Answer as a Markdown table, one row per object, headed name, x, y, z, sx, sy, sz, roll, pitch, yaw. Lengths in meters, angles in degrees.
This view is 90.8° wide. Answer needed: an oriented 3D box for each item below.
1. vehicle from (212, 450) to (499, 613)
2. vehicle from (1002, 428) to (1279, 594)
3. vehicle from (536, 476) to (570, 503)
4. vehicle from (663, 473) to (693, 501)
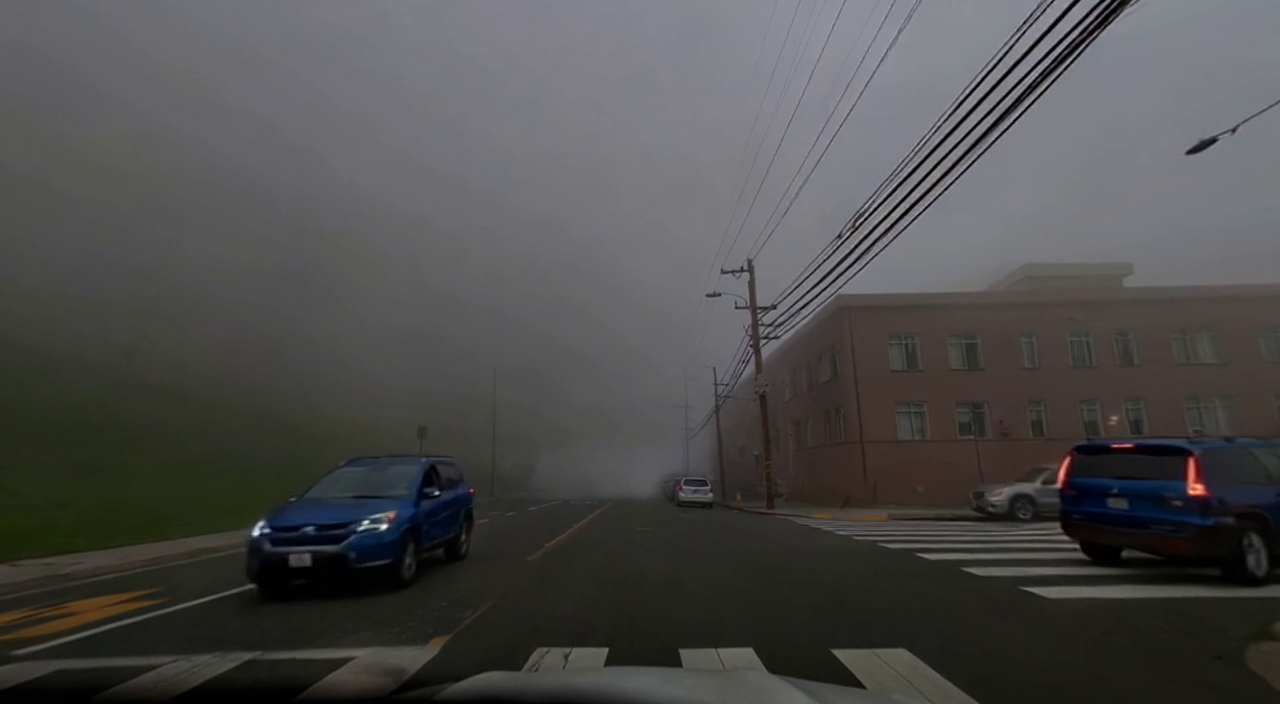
| name | x | y | z | sx | sy | sz | roll | pitch | yaw |
| --- | --- | --- | --- | --- | --- | --- | --- | --- | --- |
| vehicle | -3.288 | 2.105 | 8.371 | 1.911 | 1.563 | 4.057 | 0 | -8 | 0 |
| vehicle | 7.913 | 2.016 | 8.872 | 4.872 | 1.789 | 2.214 | 3 | -9 | -21 |
| vehicle | -6.631 | 10.512 | 48.438 | 1.913 | 1.682 | 4.365 | 0 | -8 | 1 |
| vehicle | 2.822 | 10.165 | 47.850 | 1.953 | 1.774 | 5.008 | 0 | -8 | -1 |
